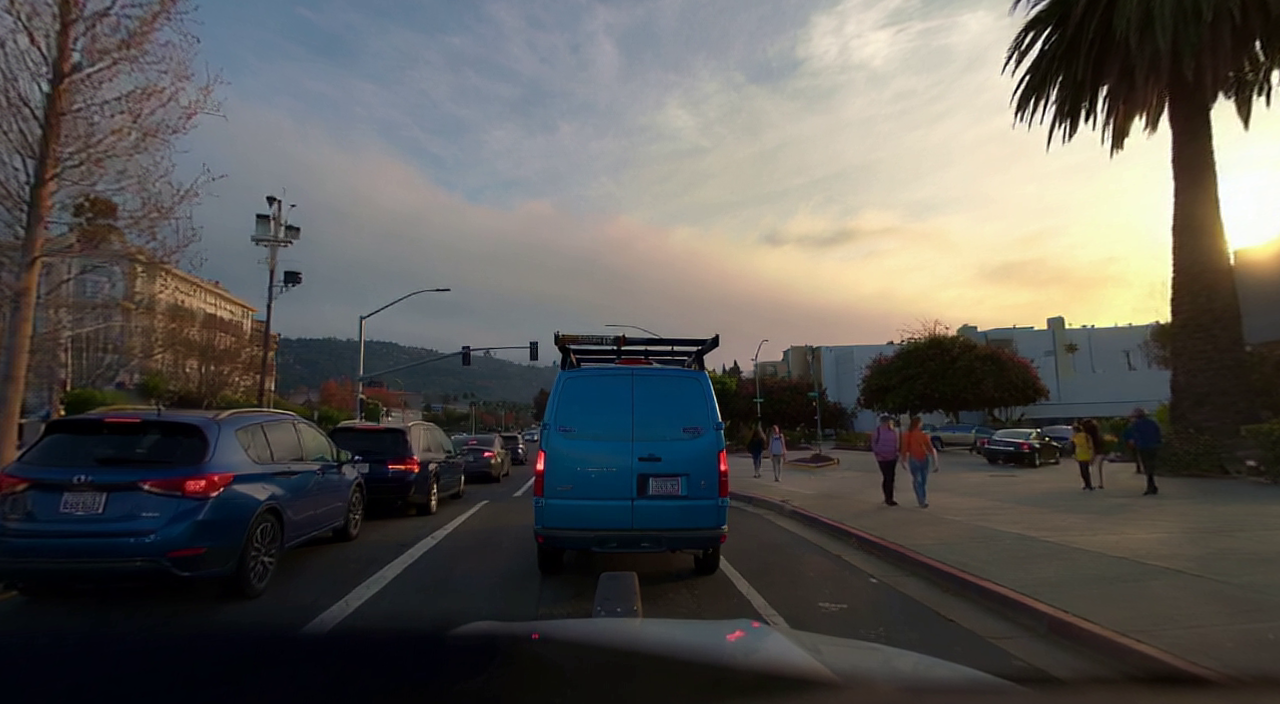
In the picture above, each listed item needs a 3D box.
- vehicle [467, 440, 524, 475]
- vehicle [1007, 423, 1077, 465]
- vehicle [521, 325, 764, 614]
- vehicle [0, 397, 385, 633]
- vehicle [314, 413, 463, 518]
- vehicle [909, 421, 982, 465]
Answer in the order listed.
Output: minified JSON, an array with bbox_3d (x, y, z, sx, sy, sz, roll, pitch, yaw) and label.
[{"bbox_3d":[-6.833,4.892,29.576,1.818,1.479,4.428,4,-9,-22],"label":"vehicle"},{"bbox_3d":[15.790,3.621,24.728,2.048,1.475,3.972,-6,-10,34],"label":"vehicle"},{"bbox_3d":[-0.197,1.222,7.175,1.902,2.238,4.263,1,-9,-6],"label":"vehicle"},{"bbox_3d":[-4.397,1.469,6.669,1.986,1.643,4.315,1,-9,-6],"label":"vehicle"},{"bbox_3d":[-5.208,2.412,13.899,2.089,1.854,5.022,2,-9,-11],"label":"vehicle"},{"bbox_3d":[12.652,3.764,26.053,2.046,1.675,3.924,-6,-10,33],"label":"vehicle"}]
